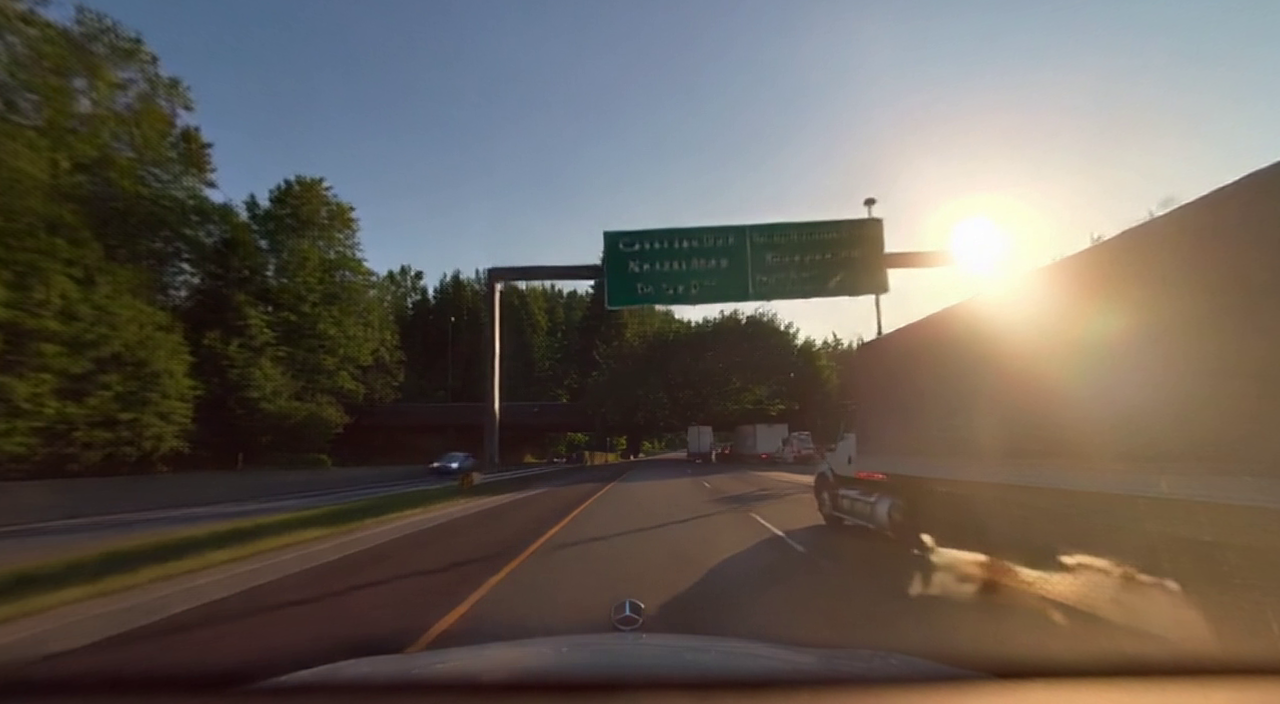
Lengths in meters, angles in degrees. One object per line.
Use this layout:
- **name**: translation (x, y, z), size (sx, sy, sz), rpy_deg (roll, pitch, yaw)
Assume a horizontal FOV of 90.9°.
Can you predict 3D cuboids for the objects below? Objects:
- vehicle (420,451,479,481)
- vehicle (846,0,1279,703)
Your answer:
- **vehicle**: translation (-10.901, 6.544, 36.396), size (1.943, 1.620, 4.182), rpy_deg (-1, -9, 2)
- **vehicle**: translation (4.483, -0.352, 2.397), size (2.859, 3.984, 14.045), rpy_deg (0, -9, 1)
